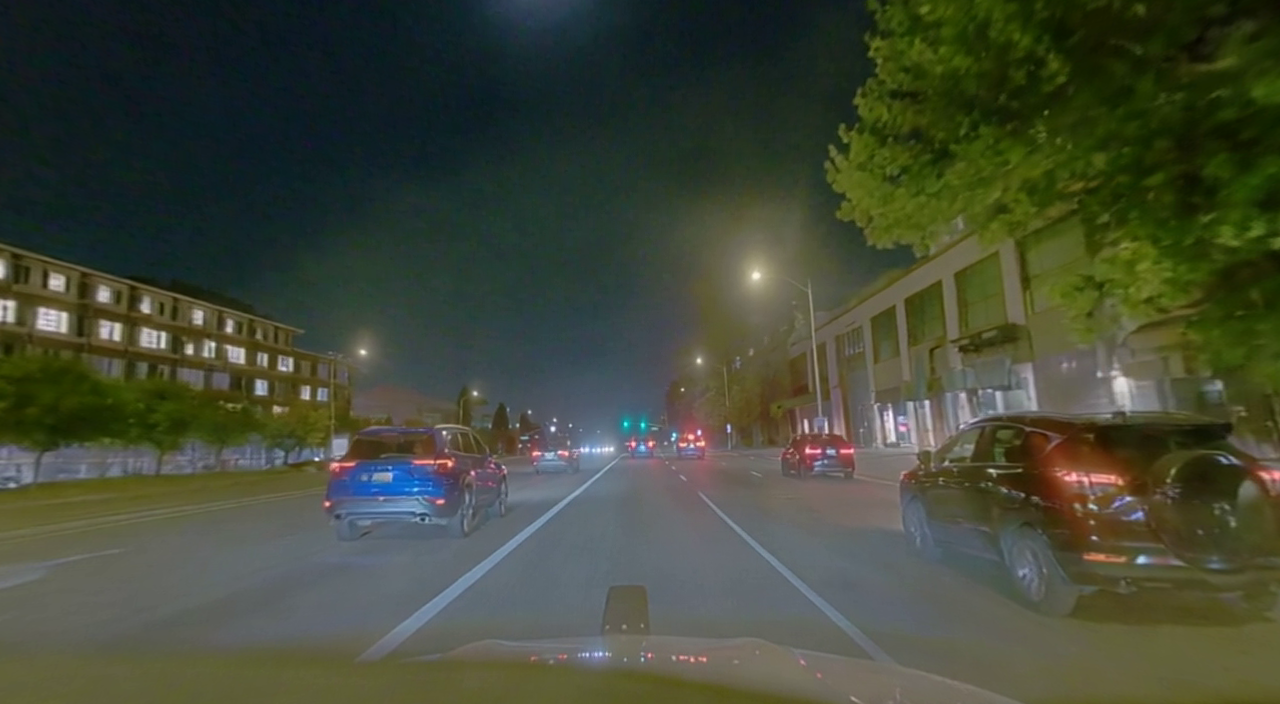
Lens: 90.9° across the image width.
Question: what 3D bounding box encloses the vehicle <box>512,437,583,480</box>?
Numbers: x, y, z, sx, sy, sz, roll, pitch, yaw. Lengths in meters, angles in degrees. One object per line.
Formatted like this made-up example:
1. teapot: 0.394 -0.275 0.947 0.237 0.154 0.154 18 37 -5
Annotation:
1. vehicle: -3.459 4.072 24.377 2.036 1.465 4.301 0 -9 1

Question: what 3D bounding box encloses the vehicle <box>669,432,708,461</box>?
1. vehicle: 3.215 6.452 43.043 2.178 1.804 4.766 0 -9 -1

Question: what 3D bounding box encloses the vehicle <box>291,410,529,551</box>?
1. vehicle: -3.234 1.914 10.051 2.141 1.719 4.379 0 -9 0

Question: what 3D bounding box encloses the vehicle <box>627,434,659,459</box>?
1. vehicle: 0.205 7.283 48.411 2.304 1.795 4.526 0 -8 0

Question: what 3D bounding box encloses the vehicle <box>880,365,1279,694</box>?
1. vehicle: 3.911 1.219 5.484 2.088 1.666 4.512 -1 -9 4

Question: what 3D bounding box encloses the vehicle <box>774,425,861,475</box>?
1. vehicle: 6.915 3.873 25.062 2.076 1.793 4.464 0 -9 -1
